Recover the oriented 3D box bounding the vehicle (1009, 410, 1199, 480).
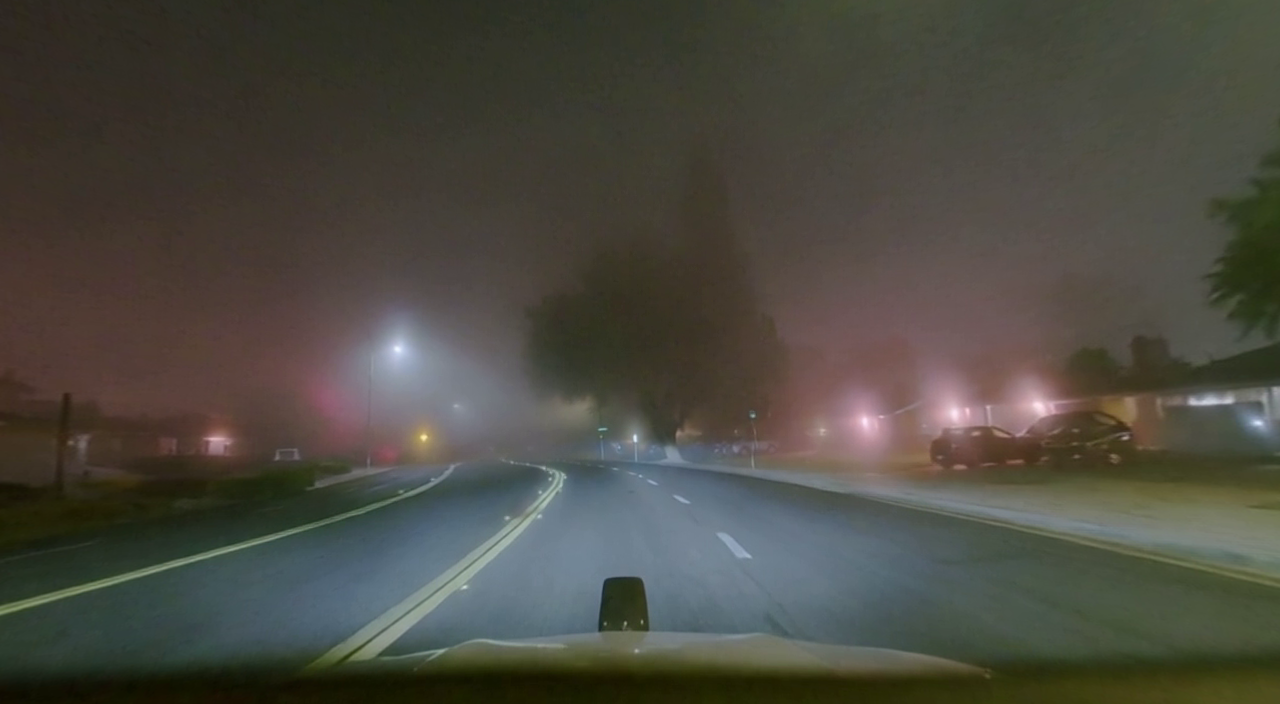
[{"bbox_3d":[14.395,2.906,19.795,4.350,2.047,1.841,-1,-8,2],"label":"vehicle"}]

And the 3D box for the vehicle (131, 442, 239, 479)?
[{"bbox_3d":[-24.208,5.755,33.681,4.128,1.861,1.959,2,-9,-14],"label":"vehicle"}]

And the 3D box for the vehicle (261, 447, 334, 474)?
[{"bbox_3d":[-23.622,7.467,43.599,3.899,1.729,2.064,1,-9,-12],"label":"vehicle"}]
